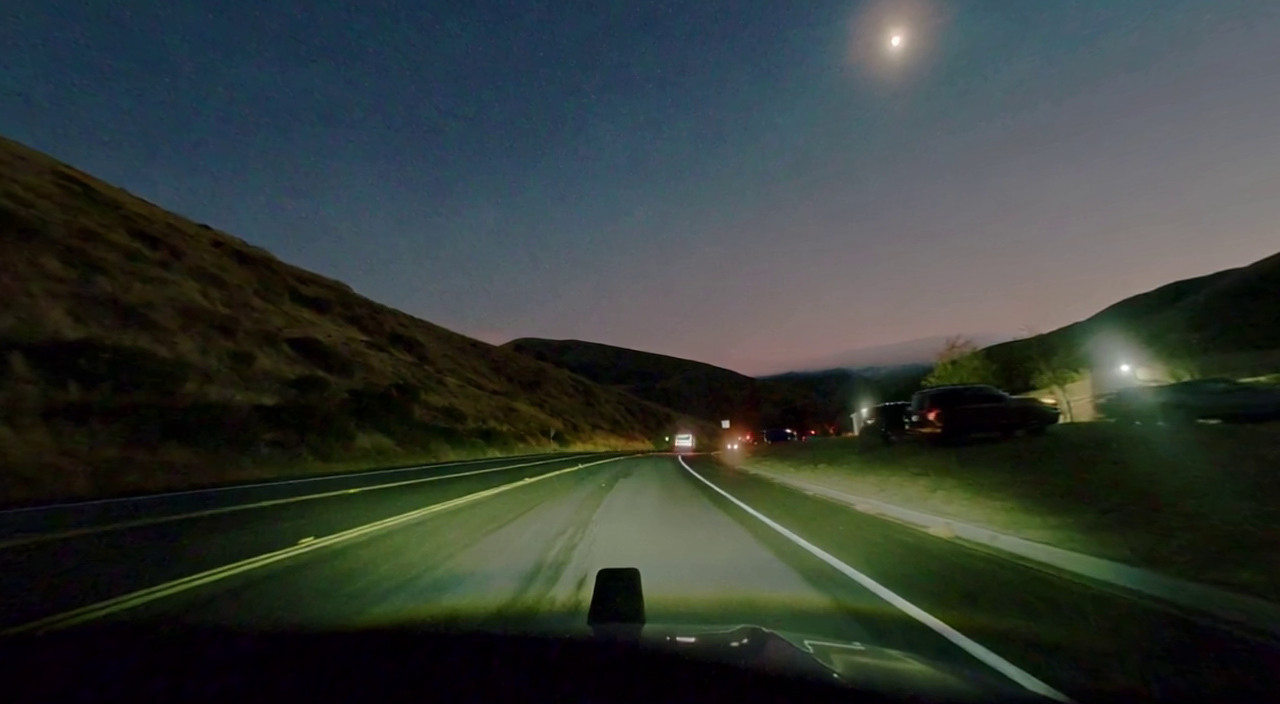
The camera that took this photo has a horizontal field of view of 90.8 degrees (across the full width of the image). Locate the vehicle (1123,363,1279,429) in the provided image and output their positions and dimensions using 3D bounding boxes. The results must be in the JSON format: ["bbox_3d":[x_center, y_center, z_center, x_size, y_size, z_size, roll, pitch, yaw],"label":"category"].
[{"bbox_3d":[18.958,1.589,20.781,2.088,1.731,5.442,-1,-9,4],"label":"vehicle"}]

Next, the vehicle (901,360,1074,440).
[{"bbox_3d":[9.614,1.511,18.062,2.108,1.946,4.669,0,-9,-2],"label":"vehicle"}]

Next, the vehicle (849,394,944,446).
[{"bbox_3d":[9.757,2.713,24.428,1.929,1.593,4.030,-5,-10,1],"label":"vehicle"}]

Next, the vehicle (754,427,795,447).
[{"bbox_3d":[10.521,6.715,49.799,2.103,1.447,4.727,0,-9,0],"label":"vehicle"}]
